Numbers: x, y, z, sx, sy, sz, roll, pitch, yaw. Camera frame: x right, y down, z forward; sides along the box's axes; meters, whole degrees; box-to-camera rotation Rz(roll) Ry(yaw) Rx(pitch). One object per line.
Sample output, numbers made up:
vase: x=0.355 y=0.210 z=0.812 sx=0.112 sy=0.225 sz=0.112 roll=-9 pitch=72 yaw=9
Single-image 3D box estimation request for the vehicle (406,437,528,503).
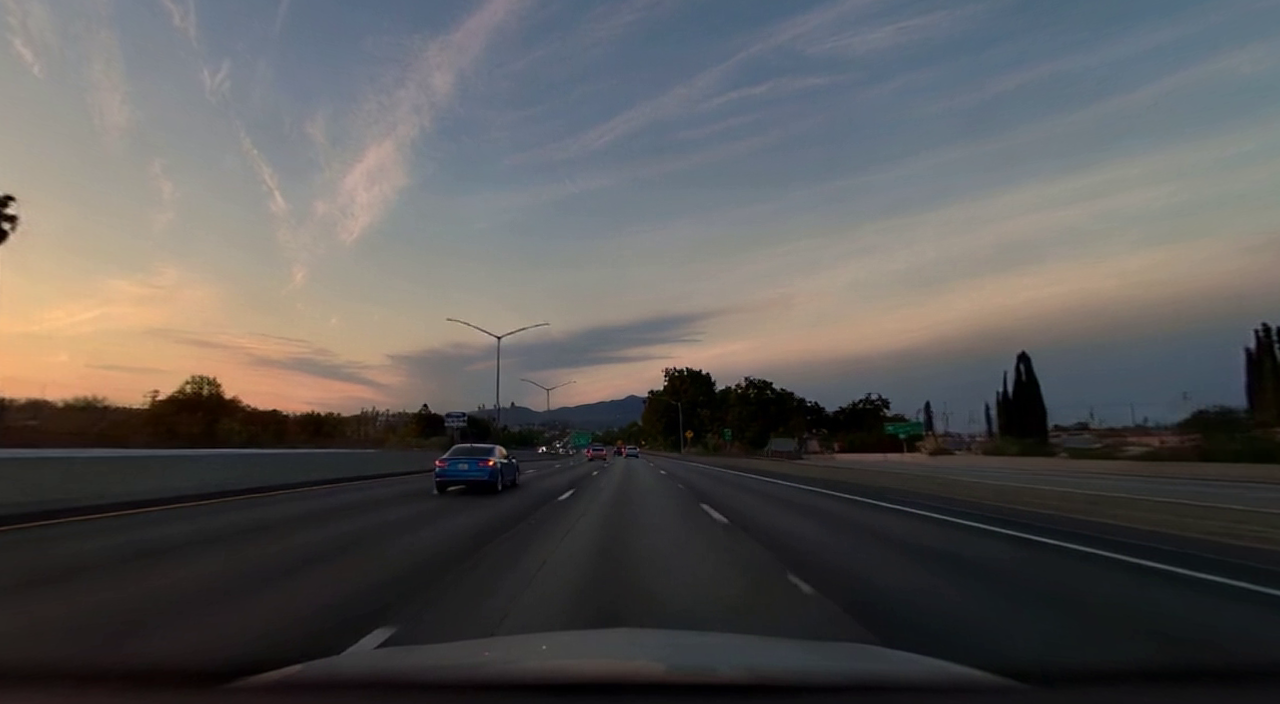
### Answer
vehicle: x=-4.449 y=3.087 z=16.917 sx=2.120 sy=1.537 sz=4.139 roll=0 pitch=-9 yaw=0
